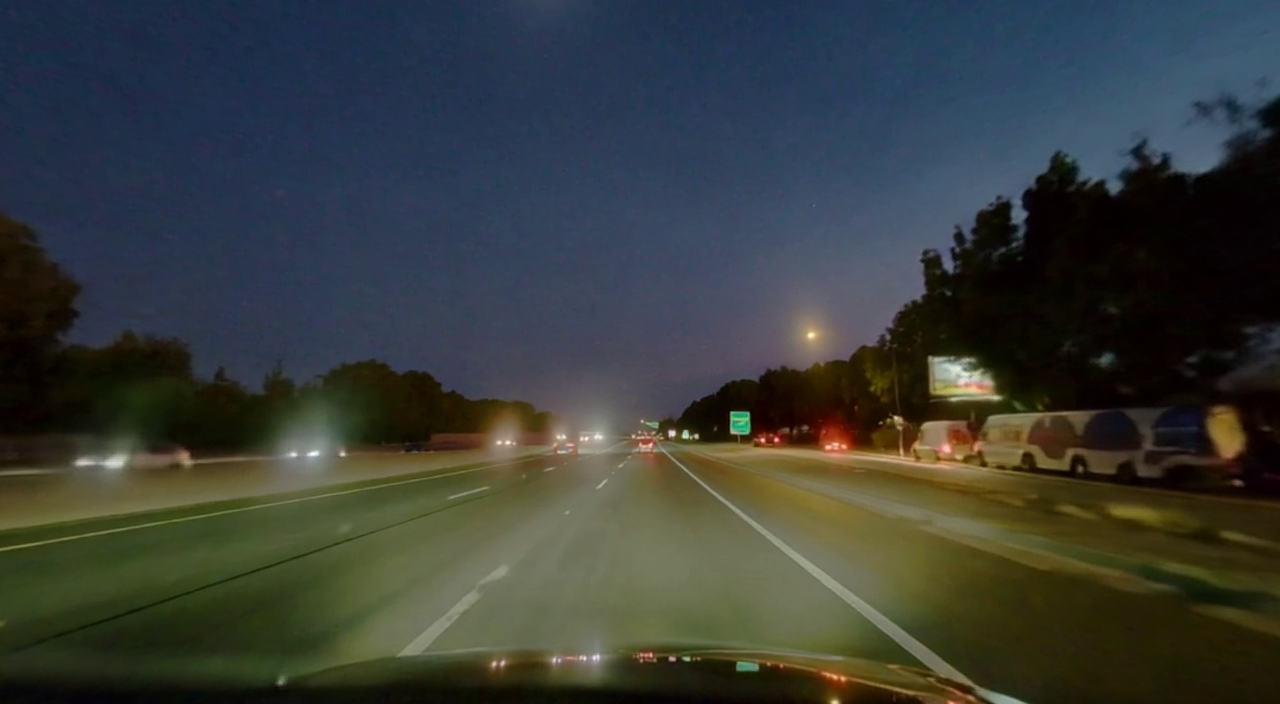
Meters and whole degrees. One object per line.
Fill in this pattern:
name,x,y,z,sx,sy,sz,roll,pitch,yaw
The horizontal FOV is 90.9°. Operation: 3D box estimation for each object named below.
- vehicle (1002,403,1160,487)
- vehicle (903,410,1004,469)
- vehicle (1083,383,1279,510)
vehicle,19.232,4.004,28.038,2.420,3.217,5.881,-2,-6,-2
vehicle,19.026,5.390,38.725,3.411,3.351,5.369,0,-8,1
vehicle,18.741,3.058,20.490,3.098,3.410,7.172,0,-8,-3
